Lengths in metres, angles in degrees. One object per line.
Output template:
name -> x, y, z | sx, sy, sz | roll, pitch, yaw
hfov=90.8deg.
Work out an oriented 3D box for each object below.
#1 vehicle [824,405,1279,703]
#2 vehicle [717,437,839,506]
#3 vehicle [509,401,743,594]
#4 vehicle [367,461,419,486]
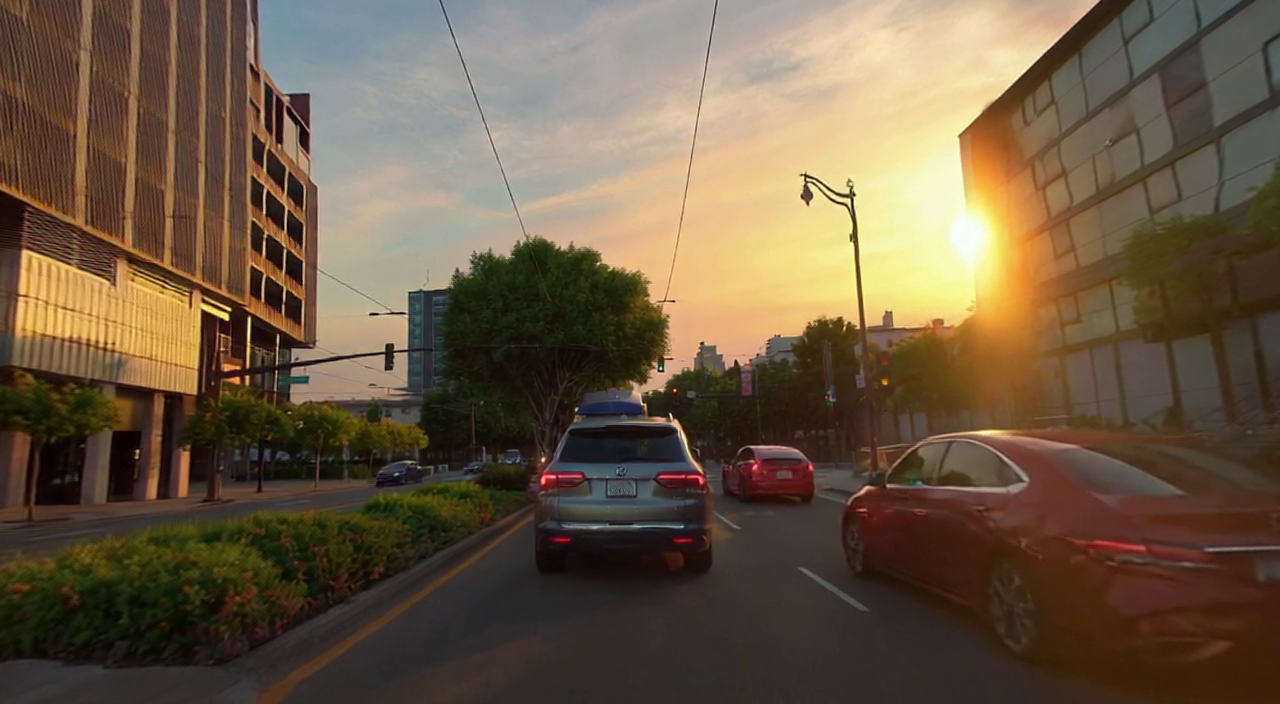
vehicle -> 3.127, 1.292, 4.902 | 1.993, 1.480, 4.324 | 0, -8, -1
vehicle -> 3.460, 3.079, 16.772 | 2.128, 1.582, 4.188 | 0, -8, -3
vehicle -> -0.199, 1.670, 8.106 | 2.178, 1.779, 4.255 | 0, -8, -2
vehicle -> -16.008, 7.871, 41.203 | 1.798, 1.409, 4.239 | 0, -8, -2
